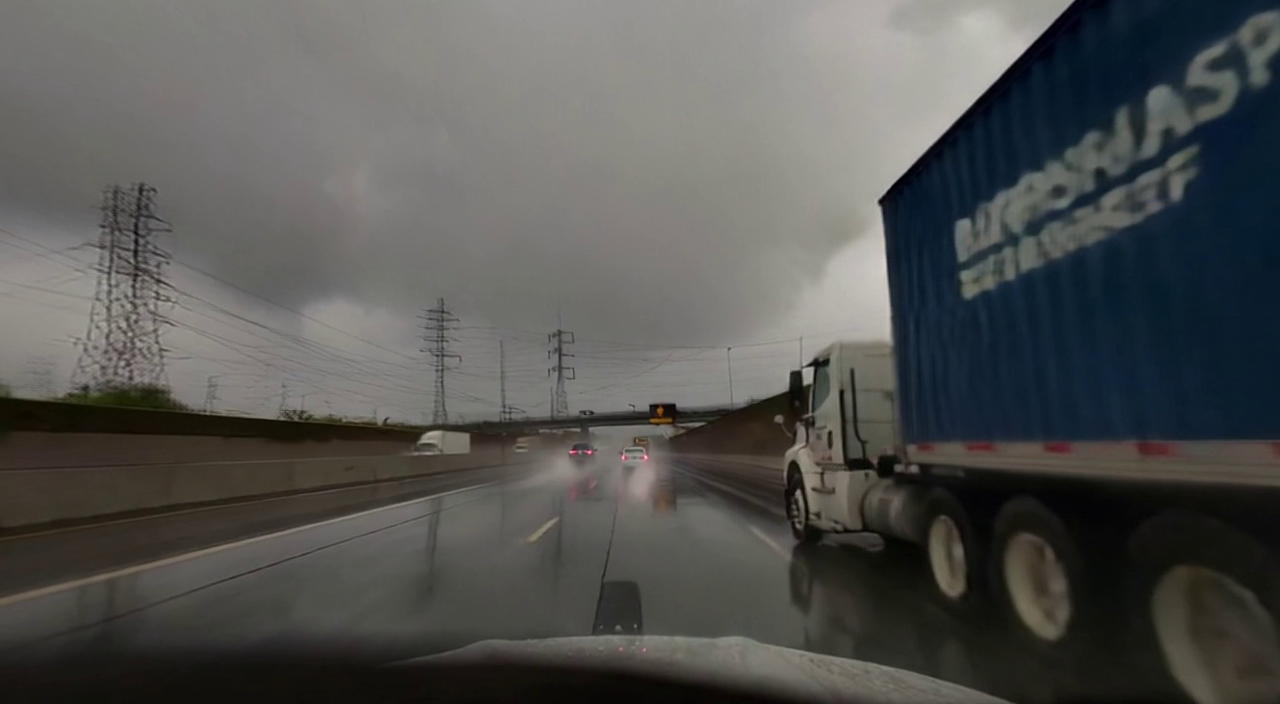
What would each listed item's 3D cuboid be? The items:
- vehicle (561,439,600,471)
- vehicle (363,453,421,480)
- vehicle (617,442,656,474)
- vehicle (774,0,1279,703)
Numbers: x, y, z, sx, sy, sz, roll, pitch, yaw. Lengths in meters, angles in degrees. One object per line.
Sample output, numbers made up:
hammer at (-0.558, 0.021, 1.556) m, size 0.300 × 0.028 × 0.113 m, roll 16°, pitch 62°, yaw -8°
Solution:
vehicle at (-3.820, 6.716, 40.946) m, size 2.077 × 1.884 × 4.961 m, roll 0°, pitch -9°, yaw 0°
vehicle at (-15.649, 7.205, 39.725) m, size 1.835 × 1.528 × 4.482 m, roll 0°, pitch -9°, yaw 0°
vehicle at (-0.212, 5.786, 34.350) m, size 2.004 × 1.615 × 4.113 m, roll 0°, pitch -9°, yaw 0°
vehicle at (3.838, 0.148, 5.266) m, size 3.011 × 3.930 × 10.078 m, roll 0°, pitch -9°, yaw -1°
